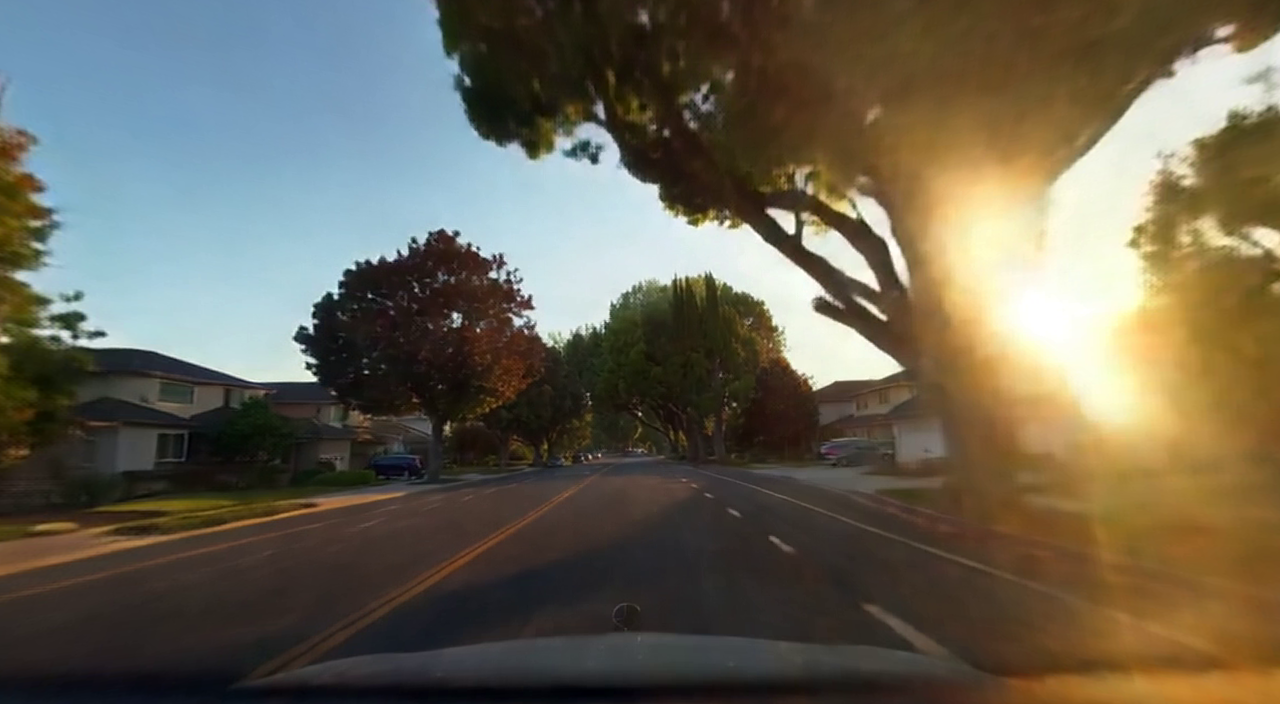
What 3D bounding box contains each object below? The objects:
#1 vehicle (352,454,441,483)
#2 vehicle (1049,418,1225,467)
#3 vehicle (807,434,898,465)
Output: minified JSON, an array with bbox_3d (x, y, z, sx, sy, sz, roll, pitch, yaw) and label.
[{"bbox_3d":[-15.657,7.467,40.725,4.859,1.780,2.031,-1,-9,2],"label":"vehicle"},{"bbox_3d":[16.880,3.148,21.686,1.867,1.390,4.234,2,-10,-34],"label":"vehicle"},{"bbox_3d":[11.985,5.509,35.745,4.392,1.685,1.959,0,-9,-4],"label":"vehicle"}]
